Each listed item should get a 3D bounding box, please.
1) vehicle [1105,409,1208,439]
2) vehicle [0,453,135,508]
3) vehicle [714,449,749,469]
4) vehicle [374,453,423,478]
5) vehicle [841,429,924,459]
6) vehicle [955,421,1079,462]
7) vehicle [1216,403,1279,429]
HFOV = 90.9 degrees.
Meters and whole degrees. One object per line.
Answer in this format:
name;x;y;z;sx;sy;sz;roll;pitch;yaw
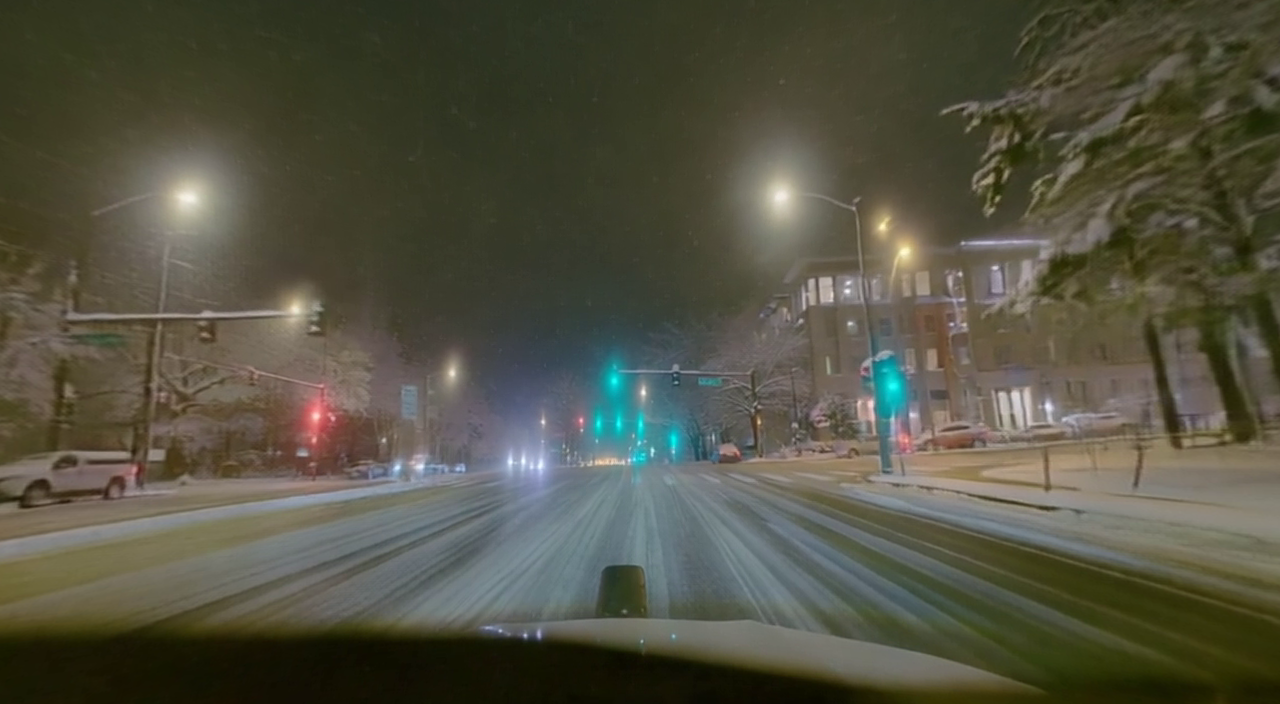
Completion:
vehicle;31.420;4.408;38.475;4.318;1.476;1.940;-4;-9;6
vehicle;-19.184;4.110;20.407;1.958;1.492;4.580;-4;-8;0
vehicle;7.175;8.431;49.924;1.919;1.449;4.561;0;-8;-2
vehicle;-18.872;8.880;49.513;2.027;1.678;4.654;-3;-8;1
vehicle;15.323;5.885;40.071;4.432;1.523;1.908;-4;-12;6
vehicle;17.394;4.139;29.292;4.329;1.502;2.122;-4;-4;6
vehicle;37.864;3.864;37.939;4.444;1.455;1.834;-1;-8;1
